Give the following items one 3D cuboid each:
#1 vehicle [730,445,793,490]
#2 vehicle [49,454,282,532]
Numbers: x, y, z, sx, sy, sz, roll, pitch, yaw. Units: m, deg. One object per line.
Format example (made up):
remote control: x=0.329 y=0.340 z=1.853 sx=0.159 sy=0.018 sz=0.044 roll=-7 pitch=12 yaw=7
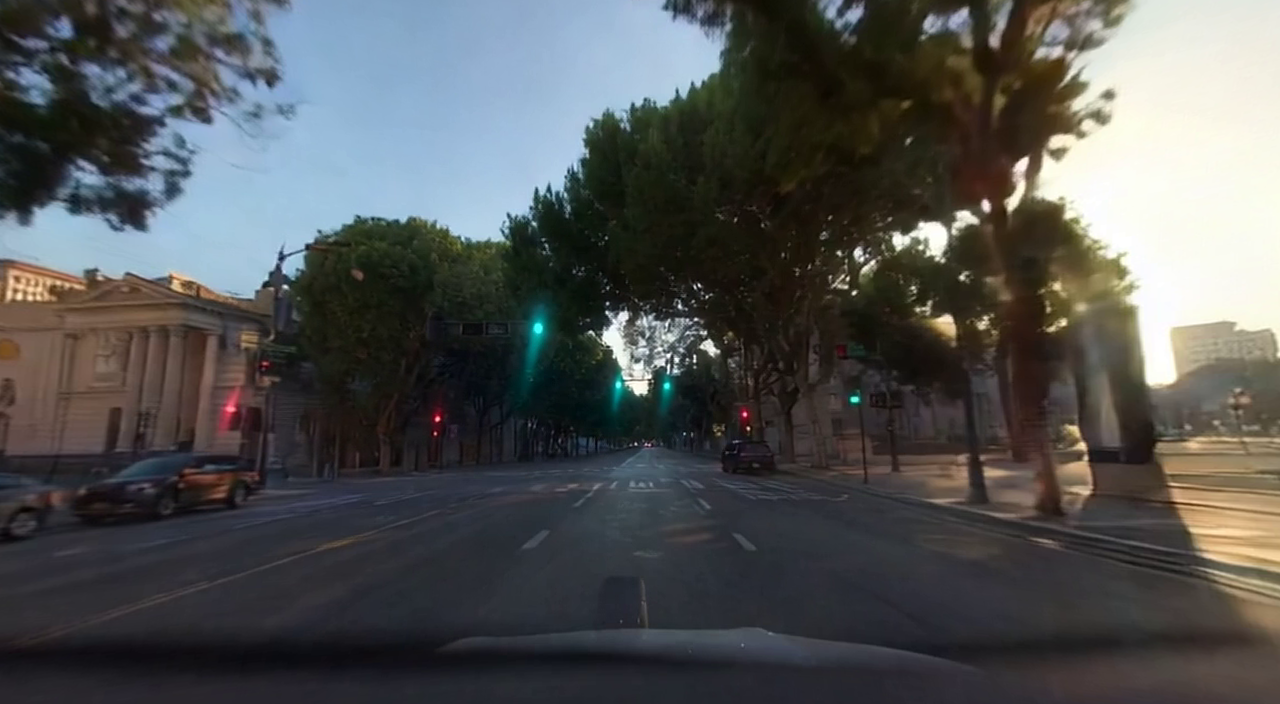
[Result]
vehicle: x=4.452 y=4.259 z=23.738 sx=2.085 sy=1.530 sz=4.125 roll=-1 pitch=-9 yaw=8
vehicle: x=-12.381 y=3.658 z=17.165 sx=2.011 sy=1.668 sz=5.474 roll=0 pitch=-8 yaw=1
